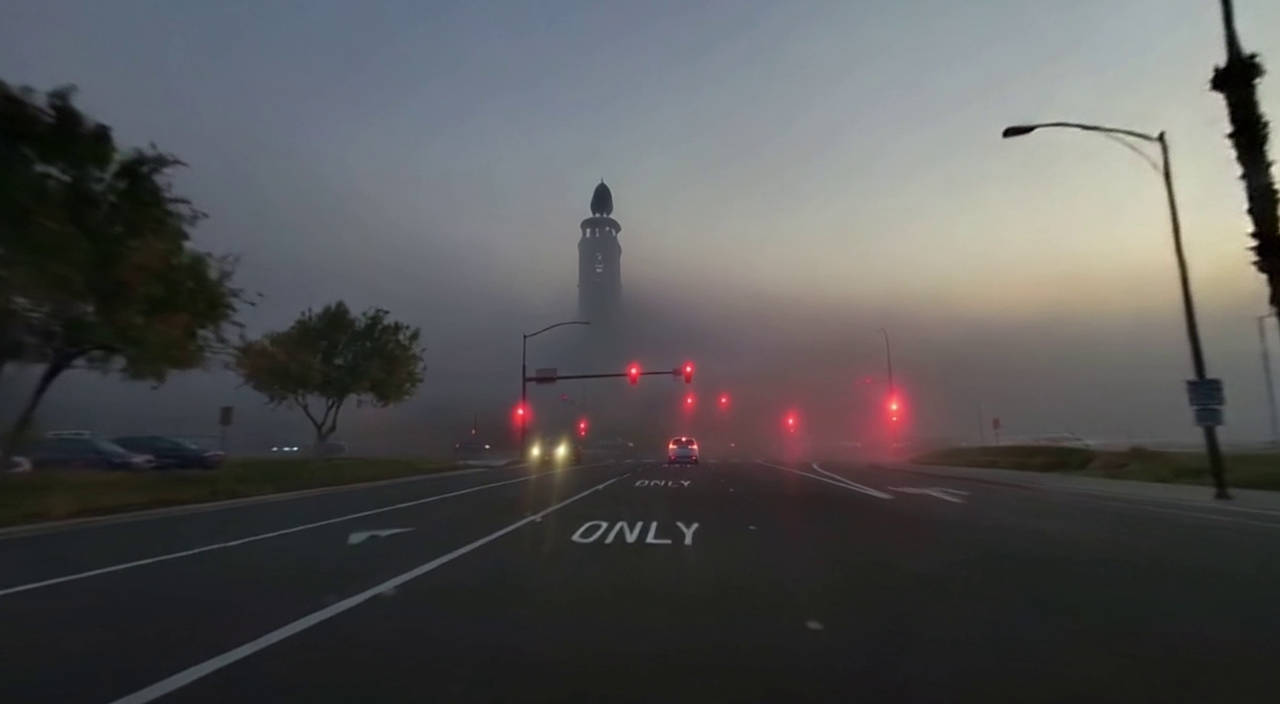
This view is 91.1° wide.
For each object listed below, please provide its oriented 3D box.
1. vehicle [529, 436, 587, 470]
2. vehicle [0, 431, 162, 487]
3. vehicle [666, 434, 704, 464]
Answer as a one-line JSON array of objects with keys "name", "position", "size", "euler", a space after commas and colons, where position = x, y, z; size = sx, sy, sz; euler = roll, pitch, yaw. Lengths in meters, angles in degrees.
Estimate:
[{"name": "vehicle", "position": [-4.965, 6.224, 38.923], "size": [2.366, 1.941, 5.823], "euler": [-1, -9, 4]}, {"name": "vehicle", "position": [-21.845, 4.108, 24.397], "size": [4.729, 1.867, 2.292], "euler": [0, -4, 3]}, {"name": "vehicle", "position": [3.343, 7.094, 45.956], "size": [2.590, 2.080, 5.284], "euler": [-1, -9, 5]}]
